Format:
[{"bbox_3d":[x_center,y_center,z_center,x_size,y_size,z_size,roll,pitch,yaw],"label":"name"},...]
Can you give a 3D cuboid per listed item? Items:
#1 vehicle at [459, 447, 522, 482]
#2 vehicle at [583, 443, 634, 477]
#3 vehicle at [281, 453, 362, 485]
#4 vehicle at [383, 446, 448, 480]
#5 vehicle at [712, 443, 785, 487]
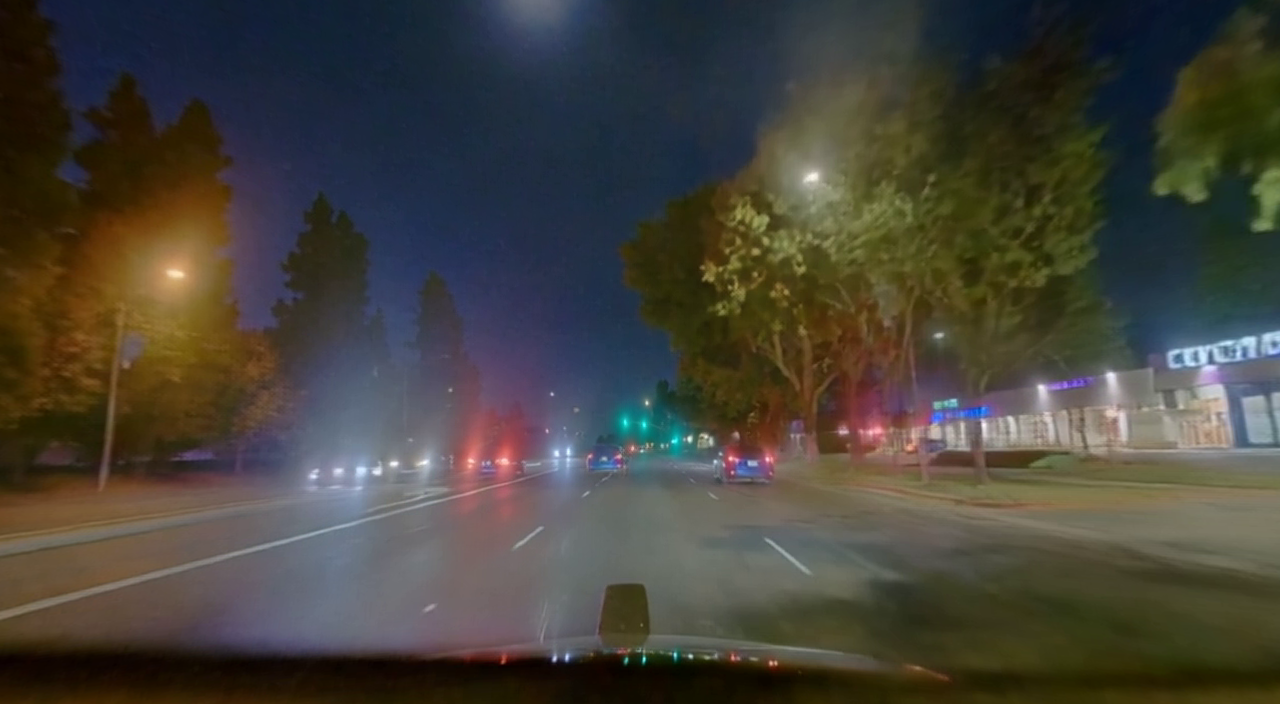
[{"bbox_3d":[-6.769,5.121,29.014,1.993,1.444,3.965,0,-9,-1],"label":"vehicle"},{"bbox_3d":[-1.455,5.221,30.647,2.001,1.504,4.212,-1,-9,4],"label":"vehicle"},{"bbox_3d":[-16.133,5.926,32.198,1.841,1.479,4.286,-1,-9,1],"label":"vehicle"},{"bbox_3d":[-12.040,5.952,34.102,1.944,1.662,4.160,-1,-9,0],"label":"vehicle"},{"bbox_3d":[4.019,4.258,24.111,1.977,1.474,4.399,0,-9,-1],"label":"vehicle"}]
